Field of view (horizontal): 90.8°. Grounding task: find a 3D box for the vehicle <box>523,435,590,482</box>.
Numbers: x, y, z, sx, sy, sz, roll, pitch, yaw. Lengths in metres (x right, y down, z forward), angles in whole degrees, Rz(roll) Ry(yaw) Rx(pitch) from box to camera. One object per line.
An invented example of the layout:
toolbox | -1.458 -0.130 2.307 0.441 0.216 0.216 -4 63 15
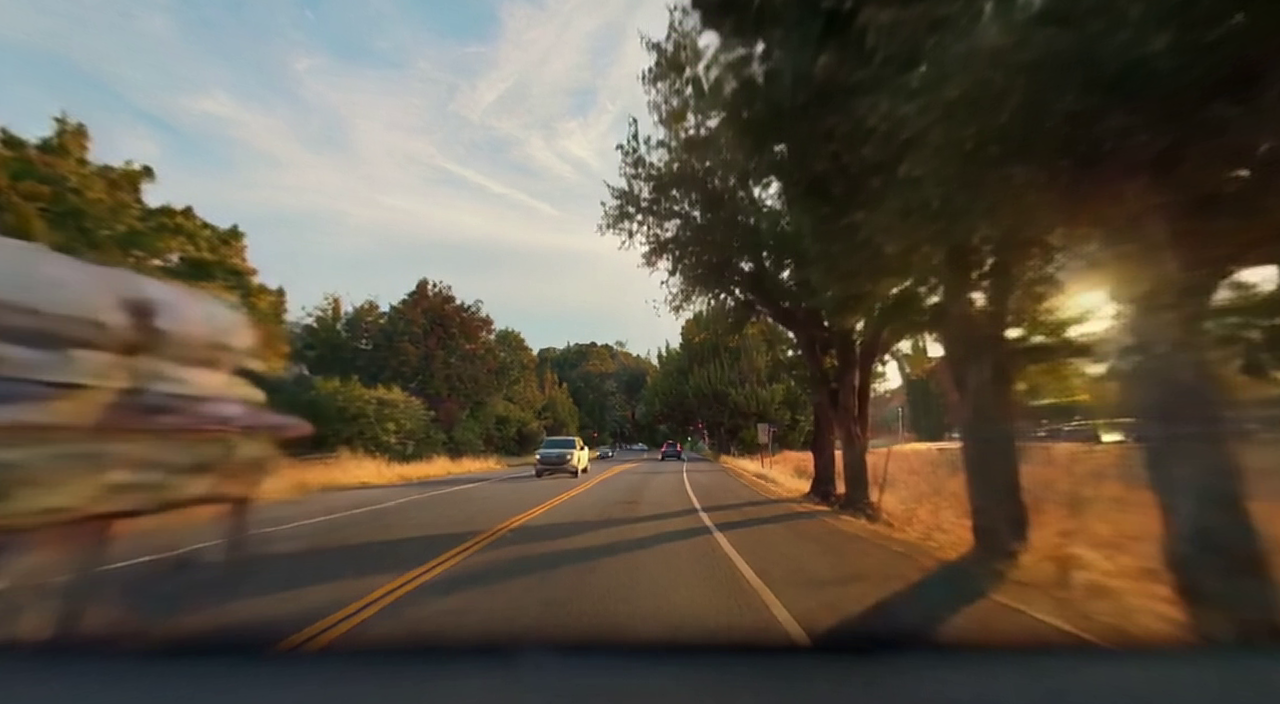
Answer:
vehicle | -3.401 4.439 26.620 2.097 1.791 4.663 -1 -9 1

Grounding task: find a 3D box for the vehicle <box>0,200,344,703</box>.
vehicle | -4.114 0.460 1.932 2.825 2.376 7.468 0 -9 0
